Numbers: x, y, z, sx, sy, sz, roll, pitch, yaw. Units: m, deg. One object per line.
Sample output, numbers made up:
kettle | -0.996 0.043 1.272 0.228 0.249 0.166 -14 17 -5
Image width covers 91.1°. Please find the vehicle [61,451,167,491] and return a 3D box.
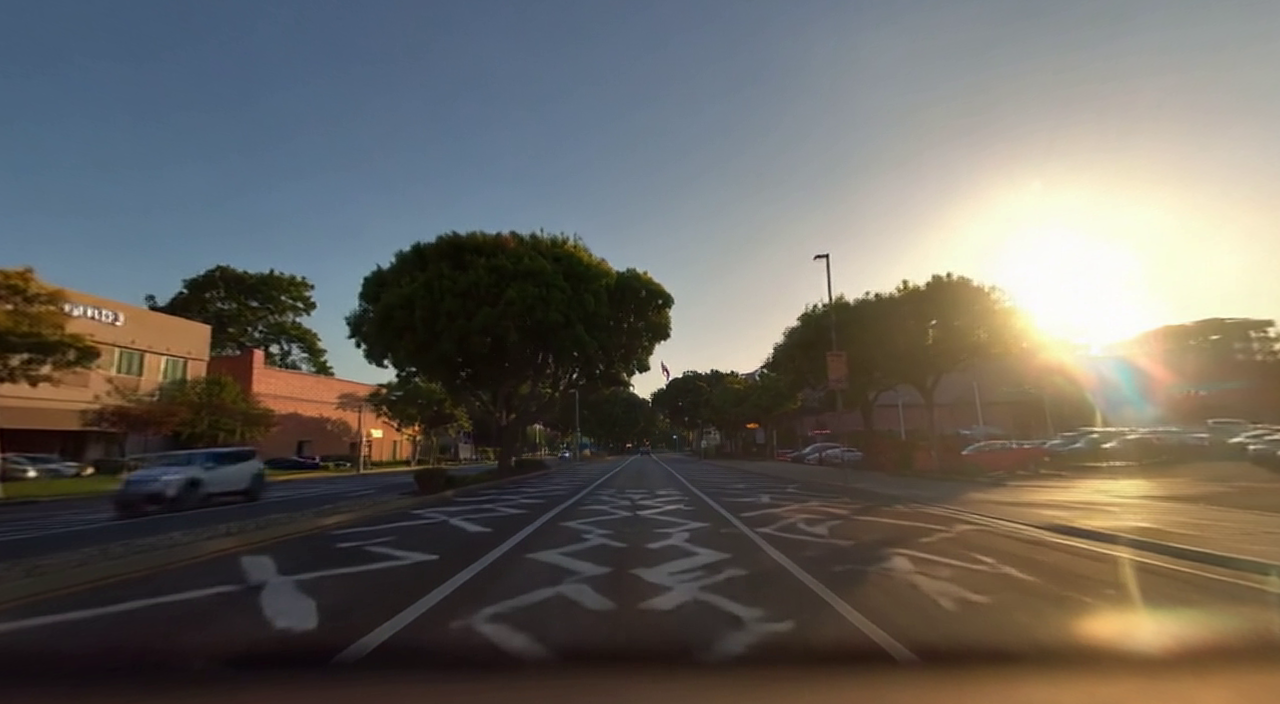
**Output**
vehicle | -31.331 7.044 37.646 2.160 2.118 4.989 0 -9 -3

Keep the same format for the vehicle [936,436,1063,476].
vehicle | 17.049 4.935 29.946 4.720 1.769 2.229 0 -9 -5

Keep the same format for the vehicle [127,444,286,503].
vehicle | -15.830 4.401 23.386 2.266 1.924 5.024 0 -9 1

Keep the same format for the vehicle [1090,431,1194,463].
vehicle | 29.554 5.619 37.075 4.342 1.641 1.975 -3 -8 0
